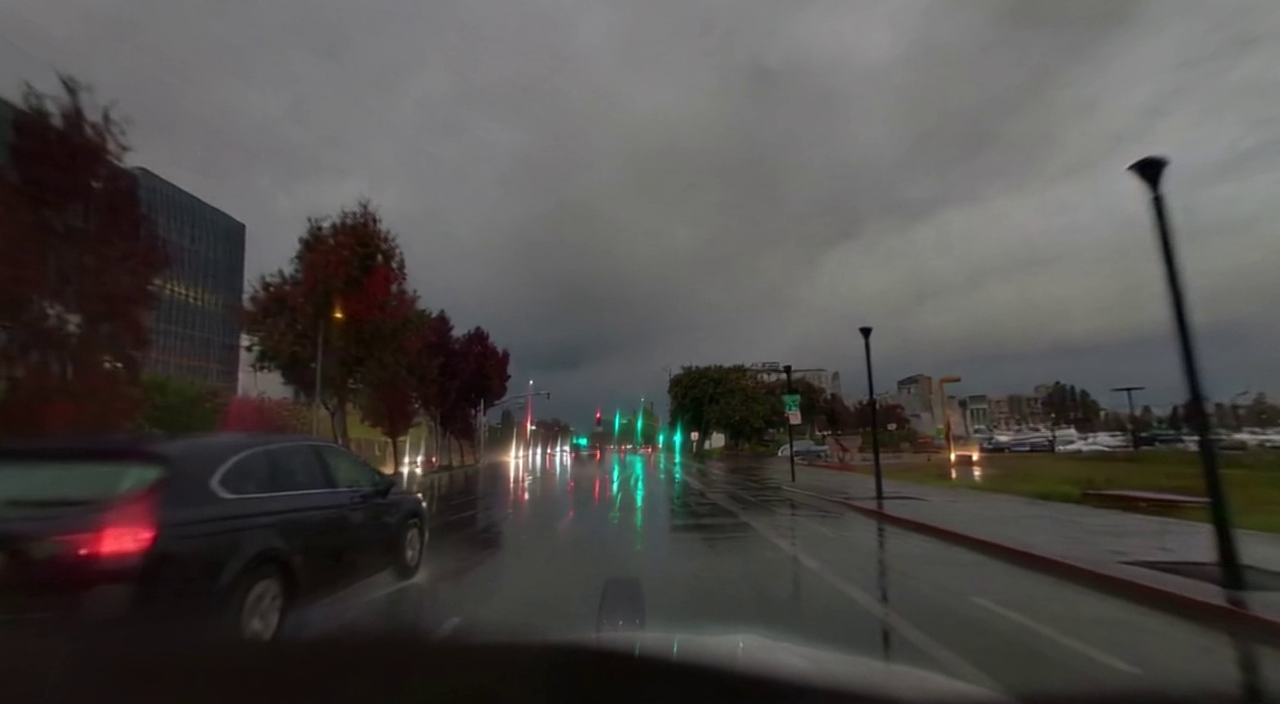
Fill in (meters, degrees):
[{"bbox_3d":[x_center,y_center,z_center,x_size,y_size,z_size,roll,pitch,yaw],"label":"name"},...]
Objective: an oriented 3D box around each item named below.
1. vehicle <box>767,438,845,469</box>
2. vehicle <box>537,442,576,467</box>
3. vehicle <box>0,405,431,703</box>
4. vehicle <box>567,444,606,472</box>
[{"bbox_3d":[10.755,6.581,41.202,4.430,1.683,1.966,-3,-8,0],"label":"vehicle"},{"bbox_3d":[-6.290,7.774,48.138,2.224,1.821,4.711,0,-8,1],"label":"vehicle"},{"bbox_3d":[-3.323,1.285,4.789,2.040,1.497,4.193,0,-8,0],"label":"vehicle"},{"bbox_3d":[-3.161,6.323,37.924,1.983,1.545,3.773,0,-8,1],"label":"vehicle"}]
